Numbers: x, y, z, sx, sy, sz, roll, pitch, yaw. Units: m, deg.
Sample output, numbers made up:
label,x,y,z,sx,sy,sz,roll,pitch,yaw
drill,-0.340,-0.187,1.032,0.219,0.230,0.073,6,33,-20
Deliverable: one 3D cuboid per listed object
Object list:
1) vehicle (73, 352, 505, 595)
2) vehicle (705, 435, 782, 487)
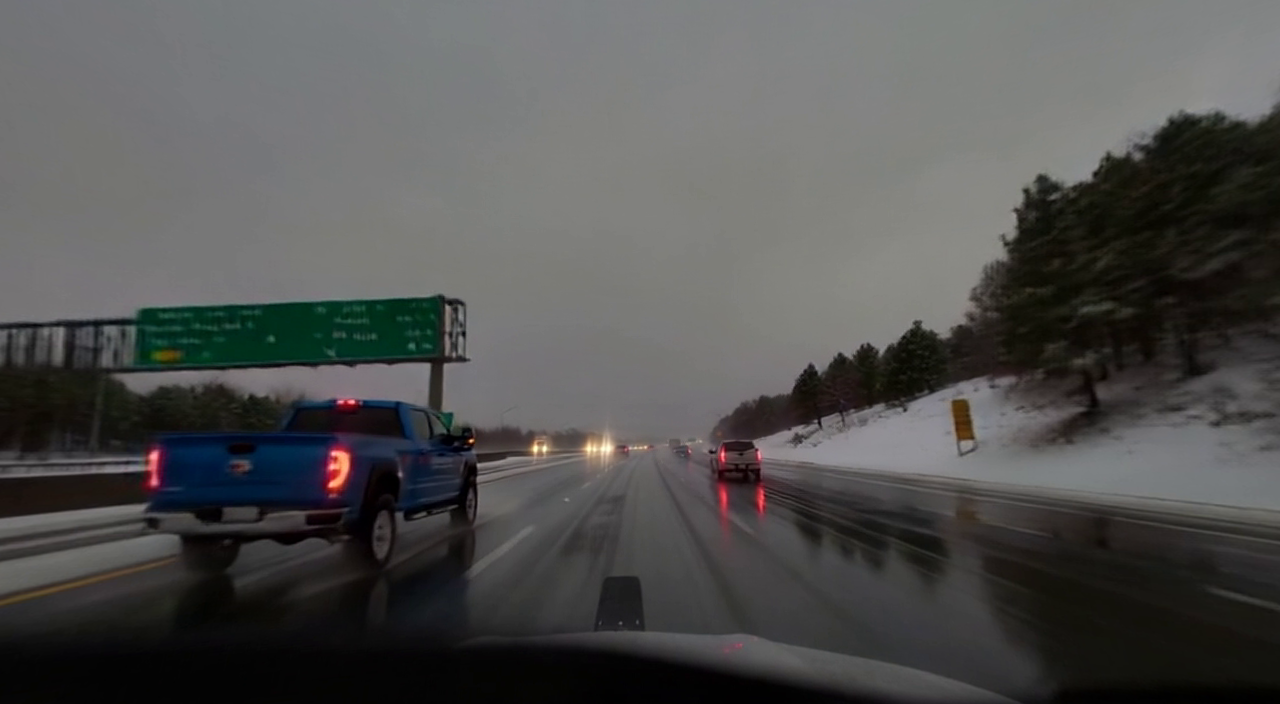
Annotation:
label,x,y,z,sx,sy,sz,roll,pitch,yaw
vehicle,-3.861,1.569,8.952,2.496,2.203,6.317,0,-9,0
vehicle,3.614,3.907,22.861,2.095,1.668,4.135,0,-9,0
